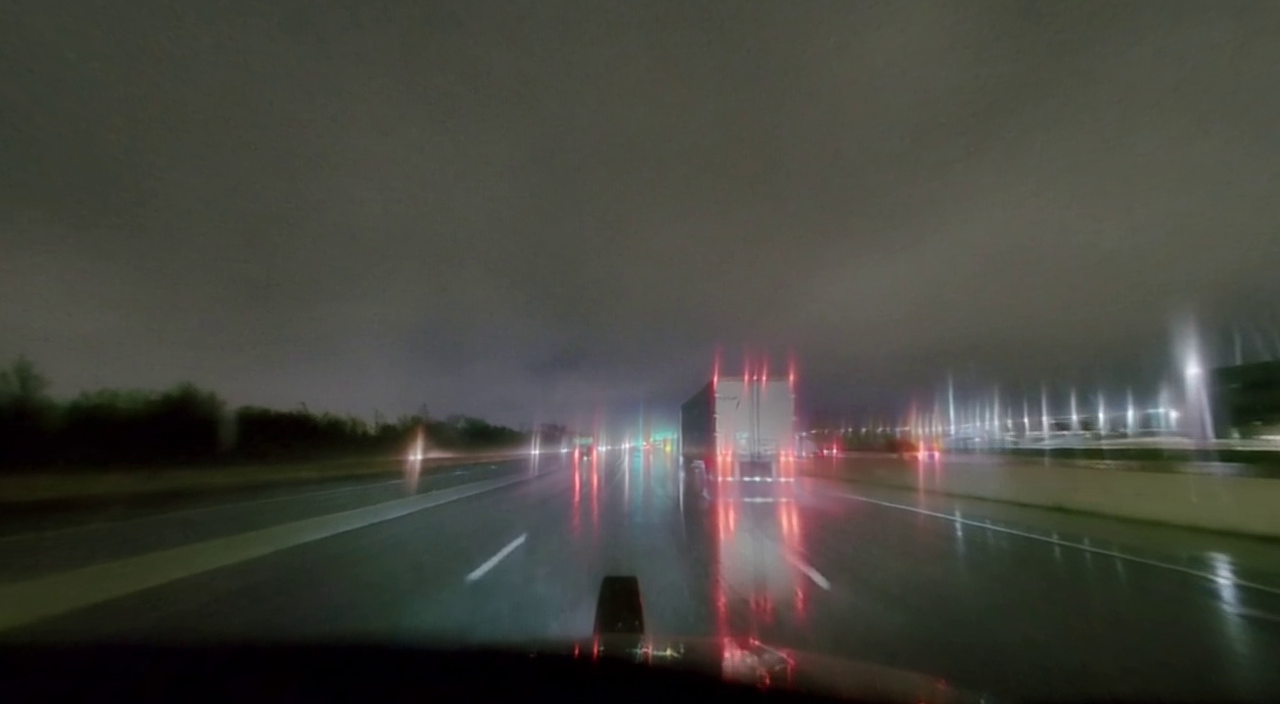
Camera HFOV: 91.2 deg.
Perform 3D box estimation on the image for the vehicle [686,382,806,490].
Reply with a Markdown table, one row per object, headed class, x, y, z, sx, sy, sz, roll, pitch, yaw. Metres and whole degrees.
| class | x | y | z | sx | sy | sz | roll | pitch | yaw |
| --- | --- | --- | --- | --- | --- | --- | --- | --- | --- |
| vehicle | 3.916 | 3.685 | 26.587 | 2.823 | 3.509 | 12.118 | 0 | -9 | -1 |
